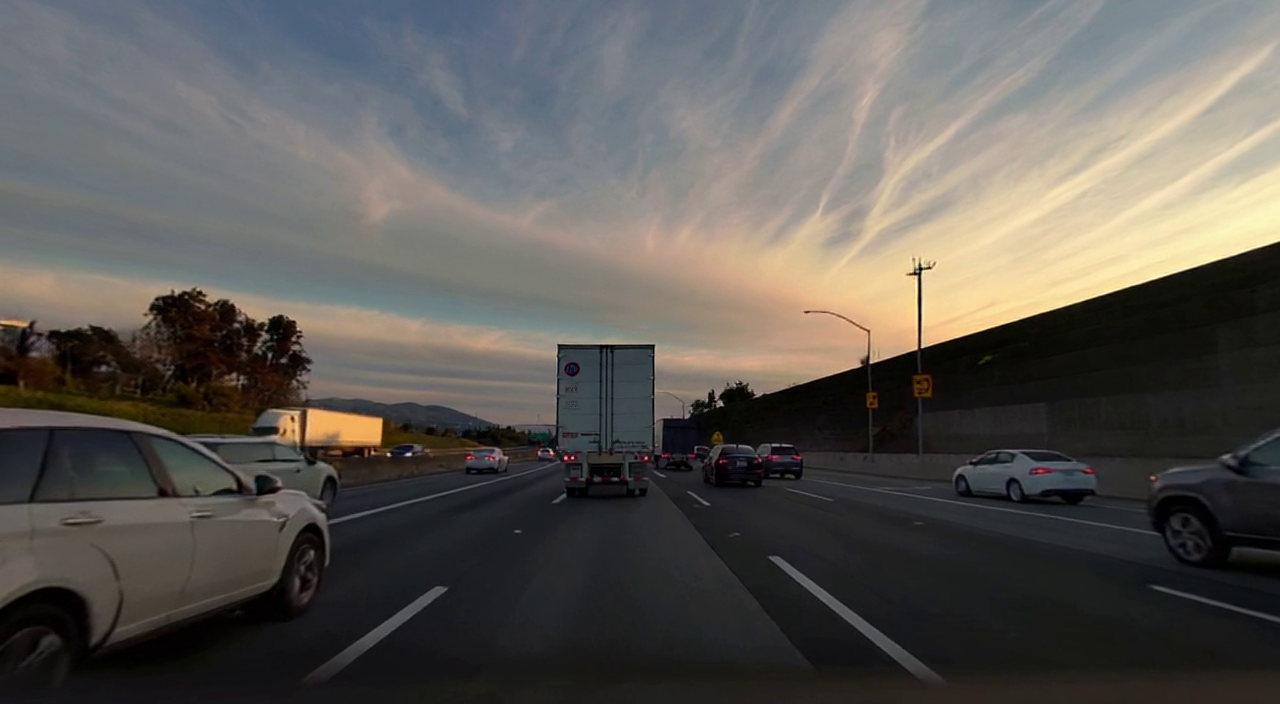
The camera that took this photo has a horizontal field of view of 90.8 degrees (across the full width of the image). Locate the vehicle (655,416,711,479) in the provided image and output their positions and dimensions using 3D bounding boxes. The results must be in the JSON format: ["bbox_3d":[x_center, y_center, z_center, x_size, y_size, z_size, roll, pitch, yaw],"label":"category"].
[{"bbox_3d":[2.511,5.987,39.694,2.669,3.491,8.645,0,-9,-1],"label":"vehicle"}]

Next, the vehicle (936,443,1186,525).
[{"bbox_3d":[8.993,2.828,14.236,2.002,1.472,4.950,0,-9,-4],"label":"vehicle"}]

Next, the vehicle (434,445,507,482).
[{"bbox_3d":[-7.300,4.840,27.768,1.973,1.471,4.779,0,-9,-1],"label":"vehicle"}]

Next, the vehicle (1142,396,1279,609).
[{"bbox_3d":[6.335,1.049,3.995,2.188,1.731,5.031,0,-9,0],"label":"vehicle"}]

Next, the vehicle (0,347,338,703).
[{"bbox_3d":[-3.313,0.891,2.795,1.946,1.641,4.105,0,-9,-1],"label":"vehicle"}]

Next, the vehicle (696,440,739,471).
[{"bbox_3d":[5.521,7.467,45.697,2.297,2.116,5.052,0,-9,-3],"label":"vehicle"}]

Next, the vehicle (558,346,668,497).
[{"bbox_3d":[-0.748,2.642,22.295,2.906,4.040,10.743,0,-9,0],"label":"vehicle"}]

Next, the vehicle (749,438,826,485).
[{"bbox_3d":[6.360,4.767,27.824,2.070,1.888,4.546,0,-9,-2],"label":"vehicle"}]
